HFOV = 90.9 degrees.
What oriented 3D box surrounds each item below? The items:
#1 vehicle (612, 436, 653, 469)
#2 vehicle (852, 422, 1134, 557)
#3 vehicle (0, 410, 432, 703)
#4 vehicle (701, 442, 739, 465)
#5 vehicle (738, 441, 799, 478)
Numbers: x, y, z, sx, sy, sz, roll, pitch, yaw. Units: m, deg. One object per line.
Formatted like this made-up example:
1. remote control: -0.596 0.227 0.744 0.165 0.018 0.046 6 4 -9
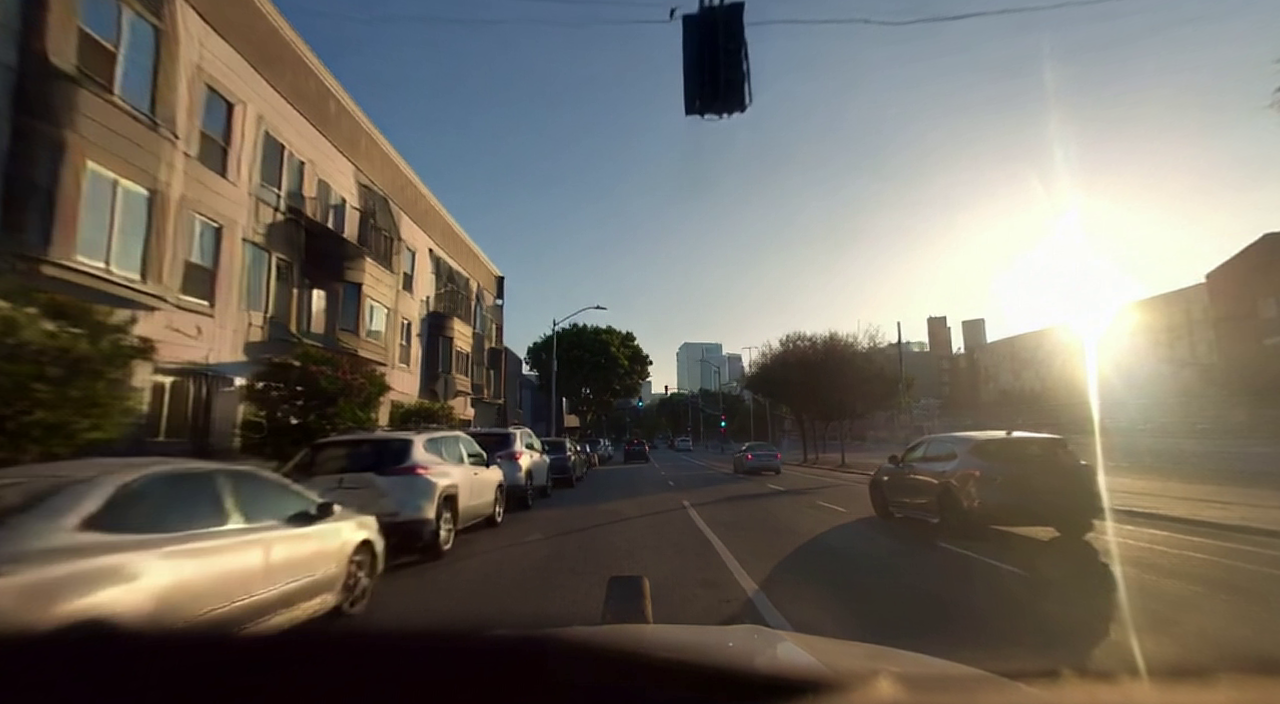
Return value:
1. vehicle: -0.391 5.517 34.666 2.122 1.689 3.885 0 -9 0
2. vehicle: 4.977 1.983 9.750 1.891 1.599 4.173 0 -9 0
3. vehicle: -3.022 1.205 3.876 1.957 1.435 4.662 0 -9 -1
4. vehicle: 5.459 6.999 43.584 1.917 1.467 4.452 0 -9 -1
5. vehicle: 5.406 4.578 26.994 1.799 1.463 3.464 0 -9 -1
